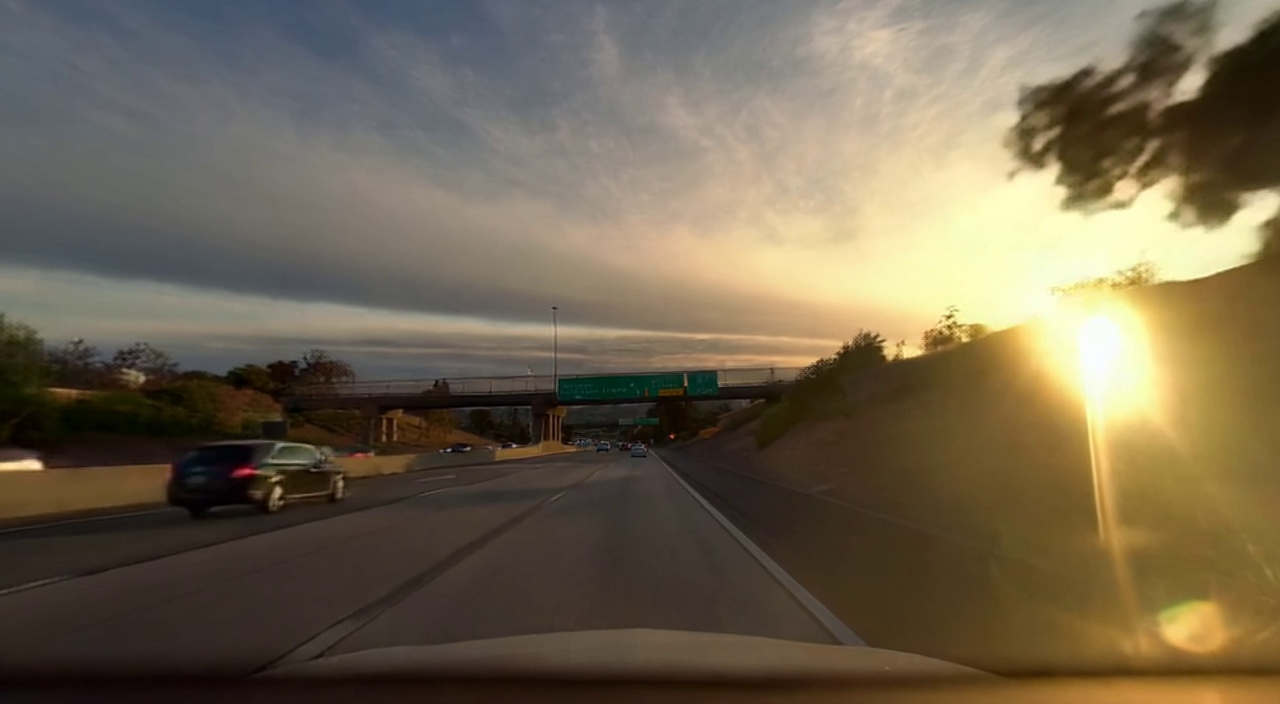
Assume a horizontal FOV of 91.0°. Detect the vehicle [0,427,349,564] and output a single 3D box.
[{"bbox_3d":[-6.633,2.004,9.661,1.916,1.545,4.757,0,-8,2],"label":"vehicle"}]
